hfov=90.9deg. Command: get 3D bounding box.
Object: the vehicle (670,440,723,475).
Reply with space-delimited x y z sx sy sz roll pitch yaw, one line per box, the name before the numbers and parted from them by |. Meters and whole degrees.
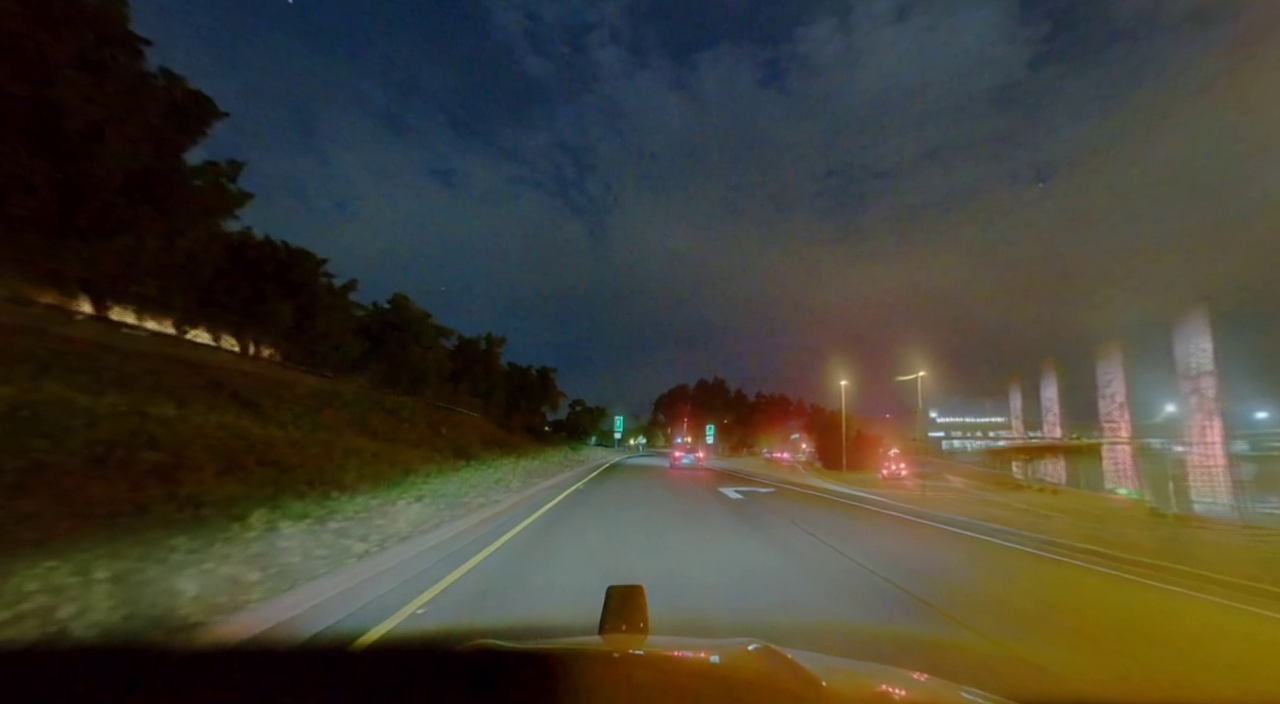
vehicle | 2.515 4.839 29.286 1.956 1.473 4.640 0 -8 -1
